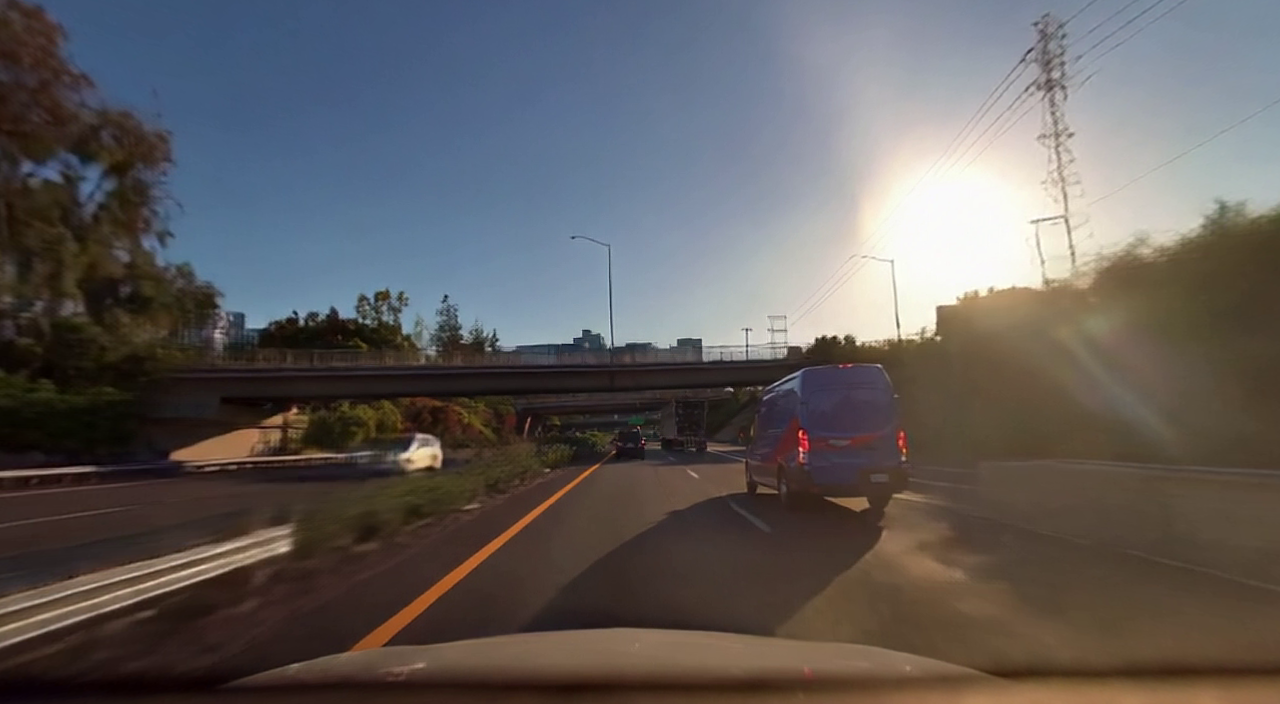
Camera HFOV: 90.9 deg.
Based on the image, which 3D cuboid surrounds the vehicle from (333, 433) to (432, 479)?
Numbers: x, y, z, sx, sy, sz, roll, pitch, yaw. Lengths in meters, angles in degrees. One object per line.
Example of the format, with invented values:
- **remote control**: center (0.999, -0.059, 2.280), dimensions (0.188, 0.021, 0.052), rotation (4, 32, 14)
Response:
- **vehicle**: center (-9.784, 3.950, 24.375), dimensions (1.967, 1.601, 4.377), rotation (0, -8, 0)

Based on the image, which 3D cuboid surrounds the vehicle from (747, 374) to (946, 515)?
- **vehicle**: center (4.176, 2.022, 14.063), dimensions (2.387, 2.506, 5.374), rotation (0, -8, -2)

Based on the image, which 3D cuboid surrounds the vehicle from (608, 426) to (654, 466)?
- **vehicle**: center (-0.459, 4.495, 30.277), dimensions (2.073, 1.750, 4.116), rotation (0, -8, -1)
